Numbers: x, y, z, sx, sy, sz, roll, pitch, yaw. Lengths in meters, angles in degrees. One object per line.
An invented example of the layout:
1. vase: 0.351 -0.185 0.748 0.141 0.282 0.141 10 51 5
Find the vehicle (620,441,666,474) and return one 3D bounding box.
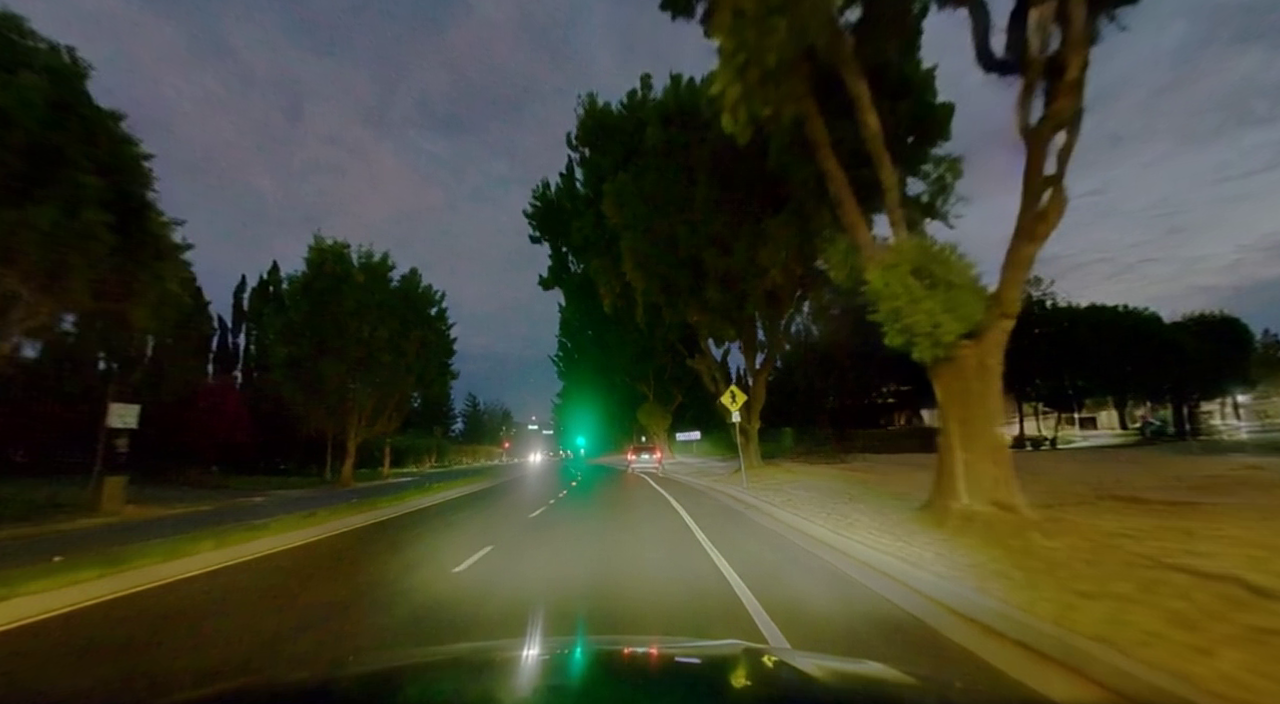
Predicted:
1. vehicle: 0.237 5.204 31.381 2.111 1.466 4.223 -1 -8 2
